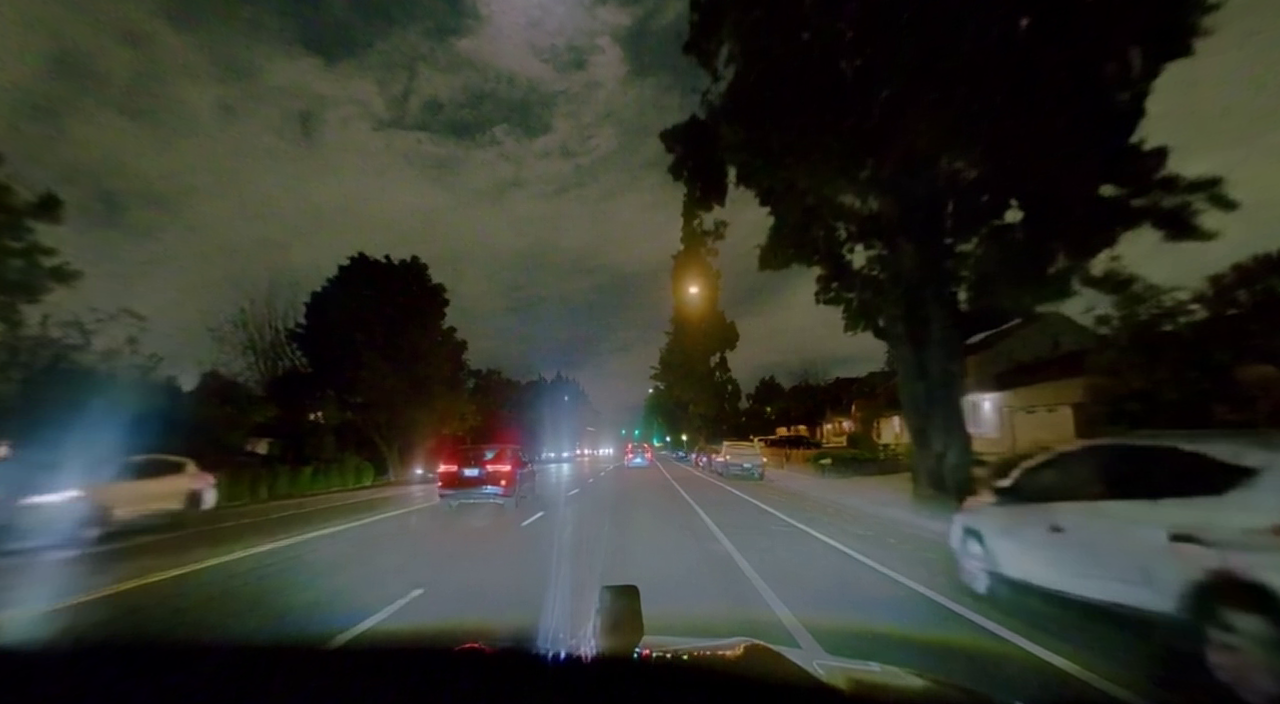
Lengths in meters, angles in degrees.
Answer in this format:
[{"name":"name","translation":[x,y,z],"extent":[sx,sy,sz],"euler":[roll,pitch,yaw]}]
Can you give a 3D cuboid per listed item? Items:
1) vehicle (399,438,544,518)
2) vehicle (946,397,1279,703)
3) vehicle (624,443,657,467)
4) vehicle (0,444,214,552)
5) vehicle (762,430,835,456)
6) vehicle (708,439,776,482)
[{"name":"vehicle","translation":[-3.527,2.711,14.190],"extent":[2.027,1.477,4.413],"euler":[0,-8,0]},{"name":"vehicle","translation":[3.905,1.169,3.994],"extent":[1.897,1.589,4.053],"euler":[0,-8,0]},{"name":"vehicle","translation":[0.066,6.785,41.754],"extent":[2.088,1.495,4.048],"euler":[0,-8,1]},{"name":"vehicle","translation":[-10.879,2.682,12.388],"extent":[1.933,1.712,4.354],"euler":[0,-8,1]},{"name":"vehicle","translation":[11.719,6.756,46.872],"extent":[4.923,1.878,1.953],"euler":[-1,-8,3]},{"name":"vehicle","translation":[4.336,4.700,27.762],"extent":[2.045,1.702,4.916],"euler":[0,-8,-1]}]
